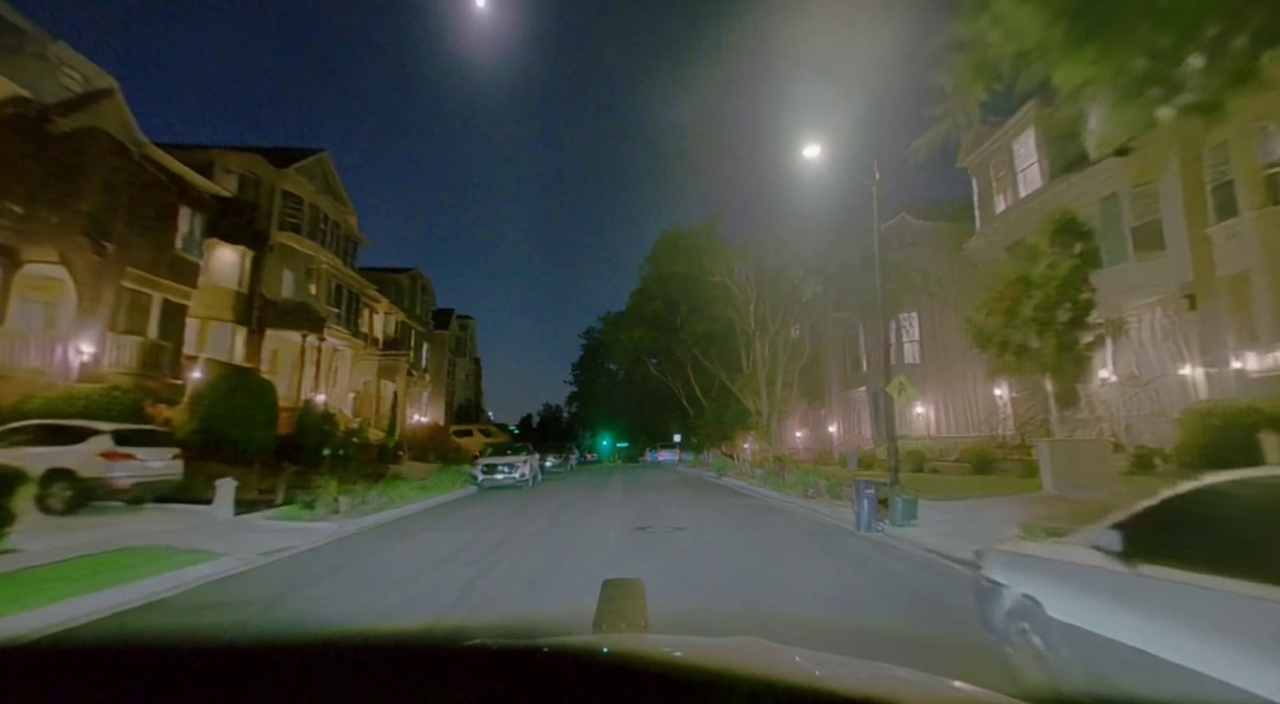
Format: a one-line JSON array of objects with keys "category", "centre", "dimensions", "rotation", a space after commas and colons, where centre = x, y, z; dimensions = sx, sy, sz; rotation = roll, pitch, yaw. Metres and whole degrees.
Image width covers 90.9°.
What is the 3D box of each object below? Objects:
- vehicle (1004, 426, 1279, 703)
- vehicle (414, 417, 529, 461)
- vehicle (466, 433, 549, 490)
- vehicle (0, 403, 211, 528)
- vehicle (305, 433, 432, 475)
[{"category": "vehicle", "centre": [3.145, 0.857, 1.387], "dimensions": [1.996, 1.409, 4.446], "rotation": [0, -8, -1]}, {"category": "vehicle", "centre": [-11.040, 5.782, 41.949], "dimensions": [6.780, 2.770, 2.970], "rotation": [0, -8, 0]}, {"category": "vehicle", "centre": [-4.289, 3.654, 21.159], "dimensions": [1.974, 1.664, 4.539], "rotation": [0, -9, -3]}, {"category": "vehicle", "centre": [-9.782, 1.744, 9.985], "dimensions": [4.480, 1.740, 1.988], "rotation": [0, -8, 2]}, {"category": "vehicle", "centre": [-11.296, 4.268, 26.516], "dimensions": [4.414, 1.658, 1.988], "rotation": [0, -8, -2]}]
